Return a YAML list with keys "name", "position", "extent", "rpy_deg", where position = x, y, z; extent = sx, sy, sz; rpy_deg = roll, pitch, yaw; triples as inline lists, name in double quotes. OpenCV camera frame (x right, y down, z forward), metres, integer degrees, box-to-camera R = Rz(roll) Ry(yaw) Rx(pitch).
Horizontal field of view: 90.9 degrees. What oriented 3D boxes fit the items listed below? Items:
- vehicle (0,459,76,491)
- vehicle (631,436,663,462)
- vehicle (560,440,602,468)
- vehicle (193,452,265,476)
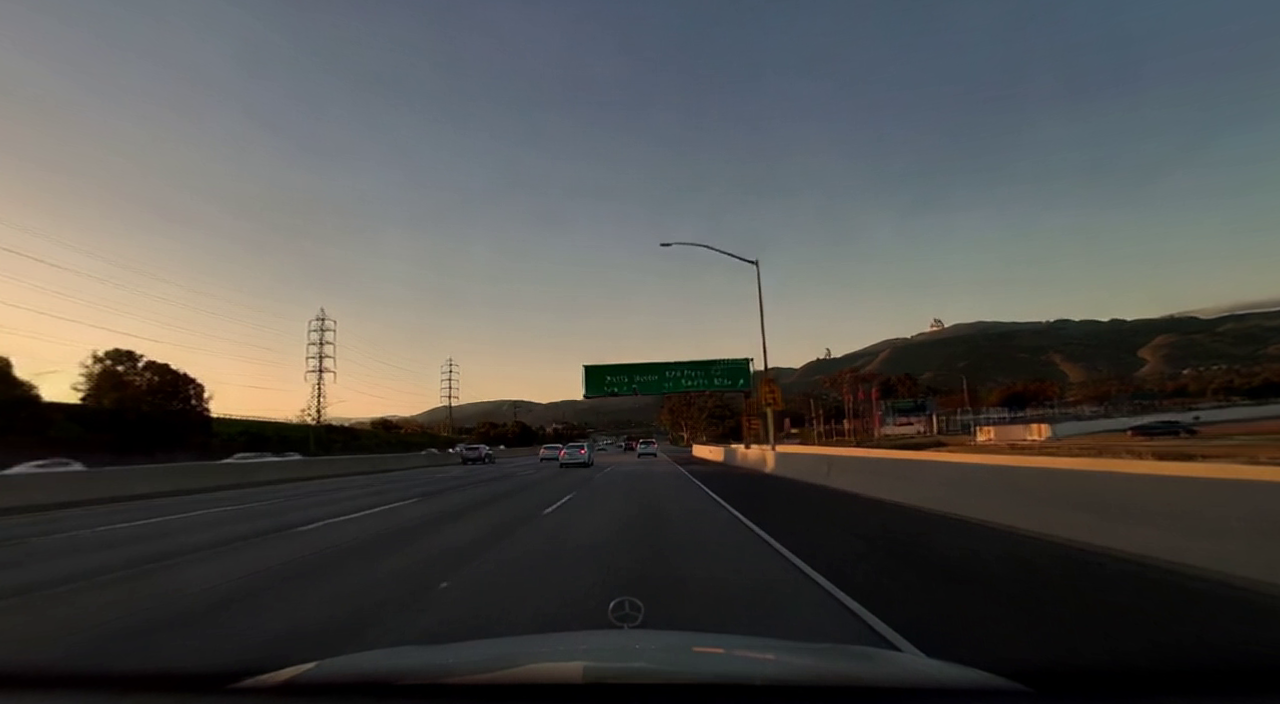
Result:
- name: "vehicle"
  position: [-31.938, 6.285, 32.356]
  extent: [1.874, 1.440, 4.364]
  rpy_deg: [0, -8, 0]
- name: "vehicle"
  position: [0.448, 6.921, 45.221]
  extent: [2.194, 1.737, 4.127]
  rpy_deg: [0, -8, -1]
- name: "vehicle"
  position: [-3.316, 5.844, 36.403]
  extent: [1.967, 1.517, 4.808]
  rpy_deg: [0, -8, 0]
- name: "vehicle"
  position: [-27.544, 7.501, 42.453]
  extent: [1.791, 1.439, 4.406]
  rpy_deg: [-1, -8, 1]
